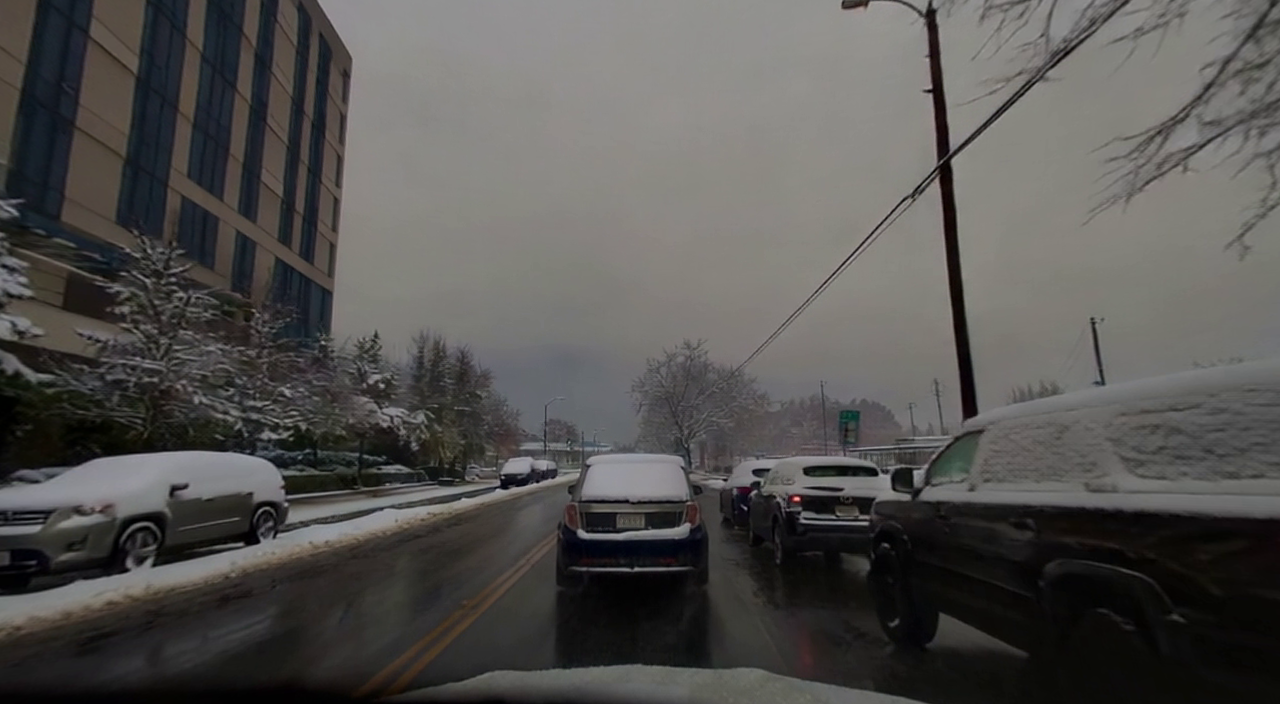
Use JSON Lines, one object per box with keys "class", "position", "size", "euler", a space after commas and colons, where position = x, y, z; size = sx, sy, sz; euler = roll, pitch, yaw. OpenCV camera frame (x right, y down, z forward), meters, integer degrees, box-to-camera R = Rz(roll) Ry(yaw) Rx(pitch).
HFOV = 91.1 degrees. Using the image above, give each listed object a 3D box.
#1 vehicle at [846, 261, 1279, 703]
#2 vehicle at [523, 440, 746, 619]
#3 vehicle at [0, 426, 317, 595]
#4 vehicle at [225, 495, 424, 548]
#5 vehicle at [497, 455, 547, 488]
{"class": "vehicle", "position": [2.739, 0.990, 3.185], "size": [1.868, 1.920, 4.501], "euler": [1, -10, 1]}
{"class": "vehicle", "position": [-0.037, 1.951, 7.613], "size": [2.018, 1.583, 3.646], "euler": [1, -10, 0]}
{"class": "vehicle", "position": [-6.768, 2.164, 8.920], "size": [1.994, 1.701, 4.520], "euler": [-3, -12, -1]}
{"class": "vehicle", "position": [-6.938, 3.841, 14.592], "size": [2.223, 0.774, 4.789], "euler": [1, -10, 0]}
{"class": "vehicle", "position": [-6.720, 6.924, 36.121], "size": [2.024, 1.654, 4.396], "euler": [-3, -12, 0]}
